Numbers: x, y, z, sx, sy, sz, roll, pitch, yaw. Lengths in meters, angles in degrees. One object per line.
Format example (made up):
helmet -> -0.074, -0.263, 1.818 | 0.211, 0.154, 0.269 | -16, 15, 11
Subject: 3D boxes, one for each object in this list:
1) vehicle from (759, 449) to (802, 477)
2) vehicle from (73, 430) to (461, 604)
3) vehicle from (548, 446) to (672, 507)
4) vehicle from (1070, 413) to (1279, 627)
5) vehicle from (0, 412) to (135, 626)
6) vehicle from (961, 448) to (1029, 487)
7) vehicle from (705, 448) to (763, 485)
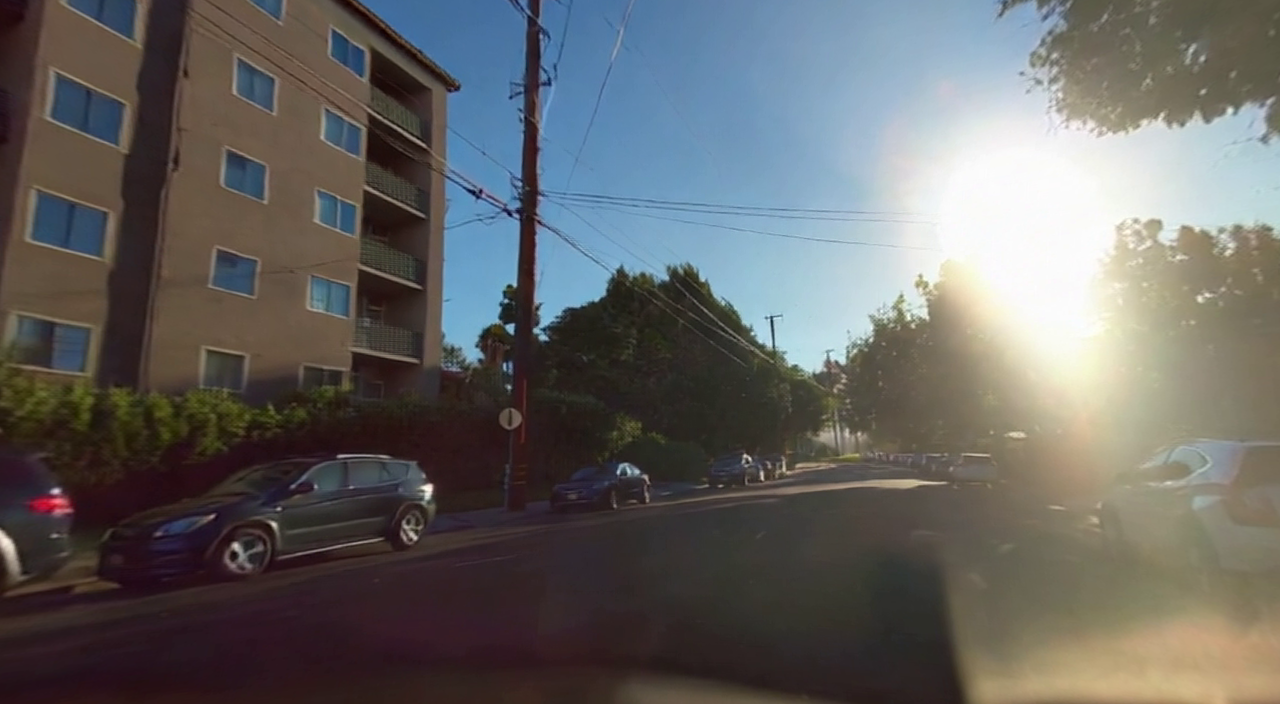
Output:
vehicle -> 10.247, 8.062, 45.736 | 1.953, 1.699, 4.234 | -10, -15, 23
vehicle -> -4.985, 2.235, 9.351 | 2.068, 1.745, 4.579 | -11, -12, 19
vehicle -> -0.817, 4.038, 20.287 | 2.017, 1.582, 4.664 | -9, -14, 23
vehicle -> 6.592, 1.599, 6.841 | 2.180, 1.677, 4.432 | -3, -9, 21
vehicle -> -7.081, 1.412, 4.502 | 1.973, 1.848, 5.100 | -12, -13, 19
vehicle -> 15.437, 4.999, 27.675 | 1.964, 1.515, 4.055 | -3, -9, 21
vehicle -> 5.157, 6.126, 34.153 | 2.011, 1.801, 4.676 | -3, -9, 22
